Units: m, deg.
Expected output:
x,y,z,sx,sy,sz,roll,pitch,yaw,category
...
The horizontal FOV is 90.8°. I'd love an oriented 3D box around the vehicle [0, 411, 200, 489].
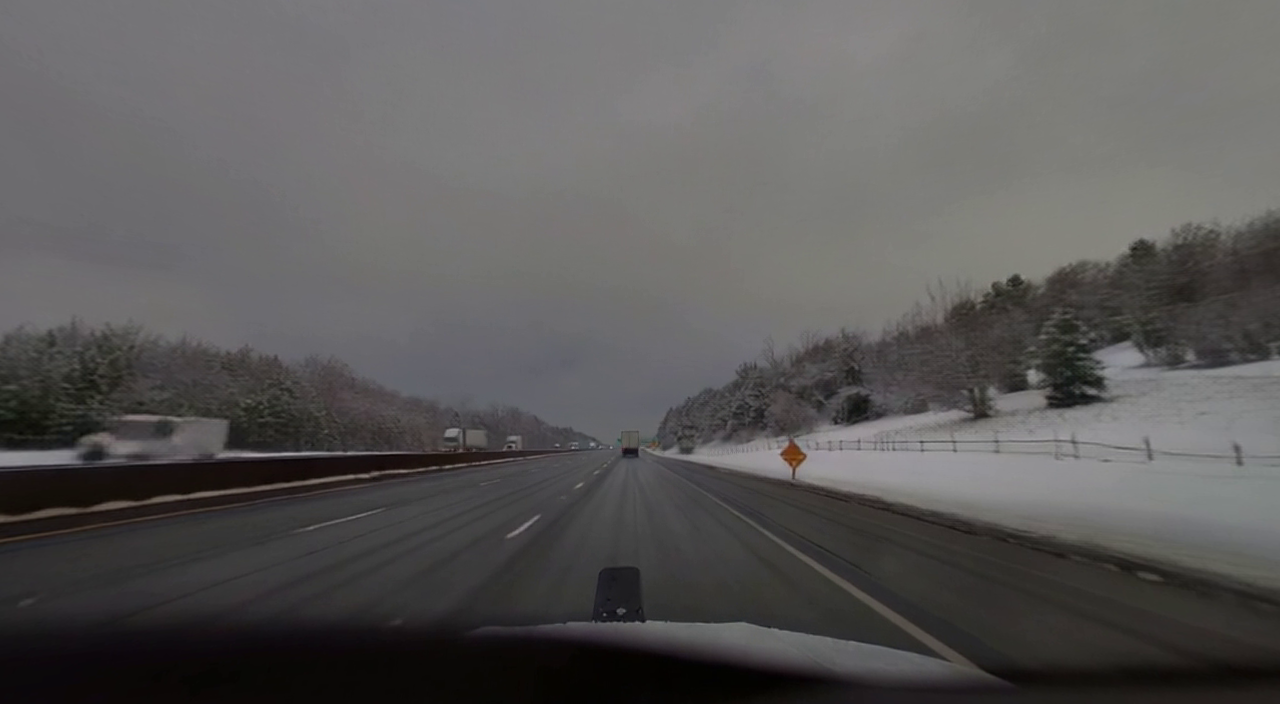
x,y,z,sx,sy,sz,roll,pitch,yaw,category
-16.354,2.966,19.127,2.309,2.024,5.176,0,-9,-1,vehicle
